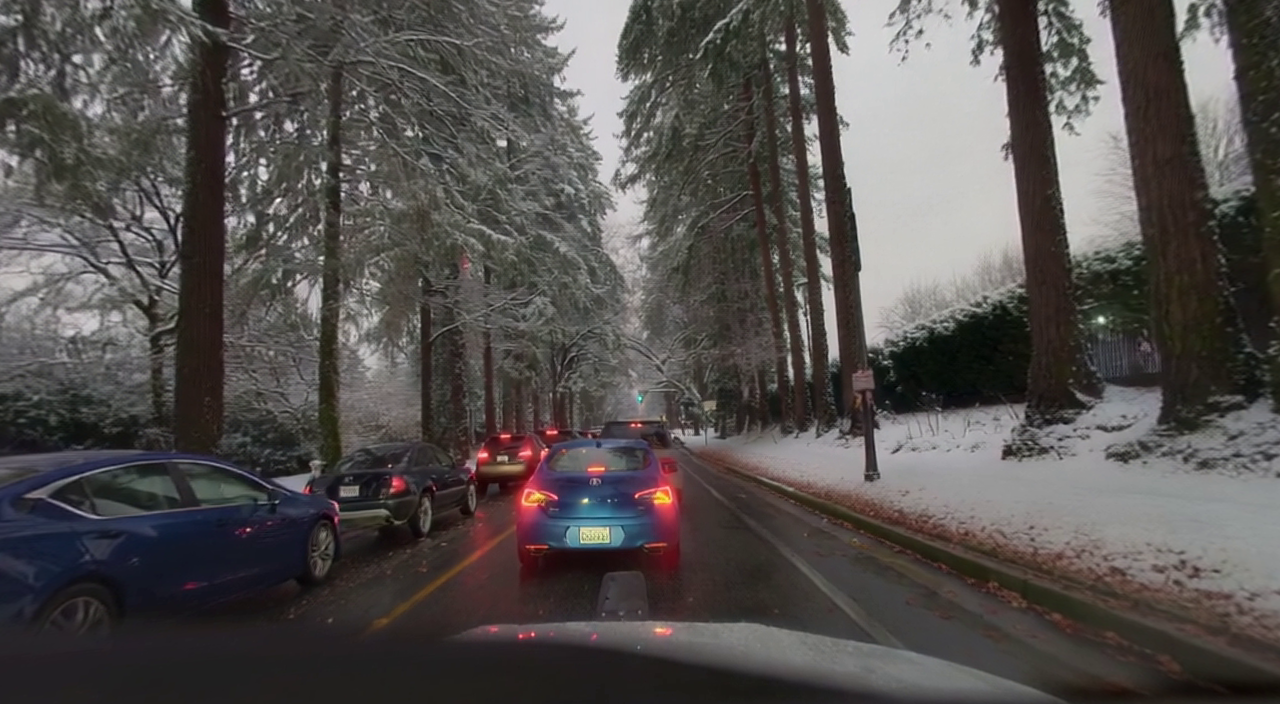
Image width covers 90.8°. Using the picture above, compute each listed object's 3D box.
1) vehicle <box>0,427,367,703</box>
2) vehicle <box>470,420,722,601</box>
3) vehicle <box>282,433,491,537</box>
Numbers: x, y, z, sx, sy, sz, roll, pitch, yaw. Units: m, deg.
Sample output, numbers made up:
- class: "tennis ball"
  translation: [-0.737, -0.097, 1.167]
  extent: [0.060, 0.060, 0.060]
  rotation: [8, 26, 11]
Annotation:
- class: "vehicle"
  translation: [-3.810, 1.295, 4.539]
  extent: [1.784, 1.408, 4.141]
  rotation: [0, -8, 1]
- class: "vehicle"
  translation: [-0.421, 1.649, 7.475]
  extent: [2.127, 1.517, 4.090]
  rotation: [0, -8, -1]
- class: "vehicle"
  translation: [-4.252, 2.280, 11.543]
  extent: [1.898, 1.503, 4.453]
  rotation: [0, -8, 1]
